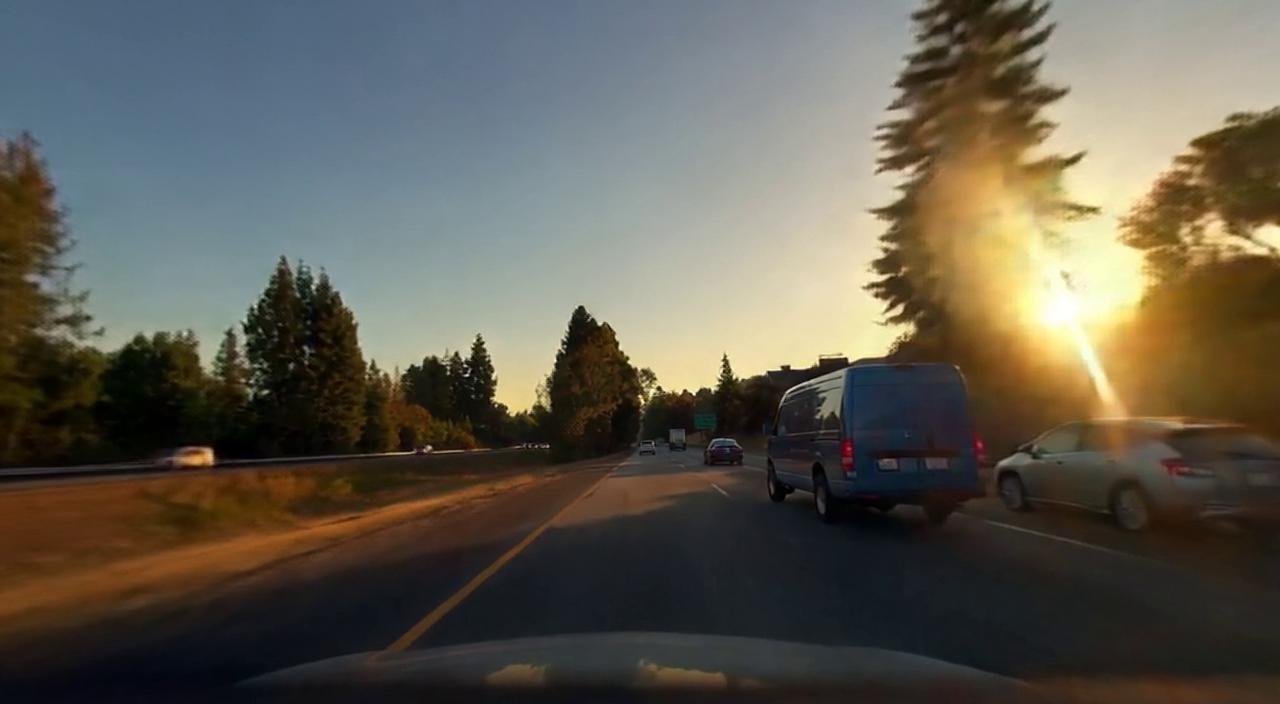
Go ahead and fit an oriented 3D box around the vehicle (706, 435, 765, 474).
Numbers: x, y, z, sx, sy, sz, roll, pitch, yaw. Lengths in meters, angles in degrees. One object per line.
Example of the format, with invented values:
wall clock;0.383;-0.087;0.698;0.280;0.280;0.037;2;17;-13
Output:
vehicle;4.401;4.787;29.661;2.034;1.651;4.342;0;-8;-1

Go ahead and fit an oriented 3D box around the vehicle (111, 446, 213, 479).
vehicle;-28.081;6.457;37.292;2.108;1.792;4.957;0;-8;1

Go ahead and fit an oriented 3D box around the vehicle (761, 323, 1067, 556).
vehicle;3.699;1.417;10.255;2.302;2.670;5.912;0;-8;1

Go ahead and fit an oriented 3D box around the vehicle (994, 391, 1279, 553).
vehicle;7.995;1.752;9.820;2.212;1.902;4.654;0;-8;0

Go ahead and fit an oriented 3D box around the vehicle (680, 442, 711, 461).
vehicle;4.271;7.752;49.342;2.050;1.448;4.123;0;-8;0
